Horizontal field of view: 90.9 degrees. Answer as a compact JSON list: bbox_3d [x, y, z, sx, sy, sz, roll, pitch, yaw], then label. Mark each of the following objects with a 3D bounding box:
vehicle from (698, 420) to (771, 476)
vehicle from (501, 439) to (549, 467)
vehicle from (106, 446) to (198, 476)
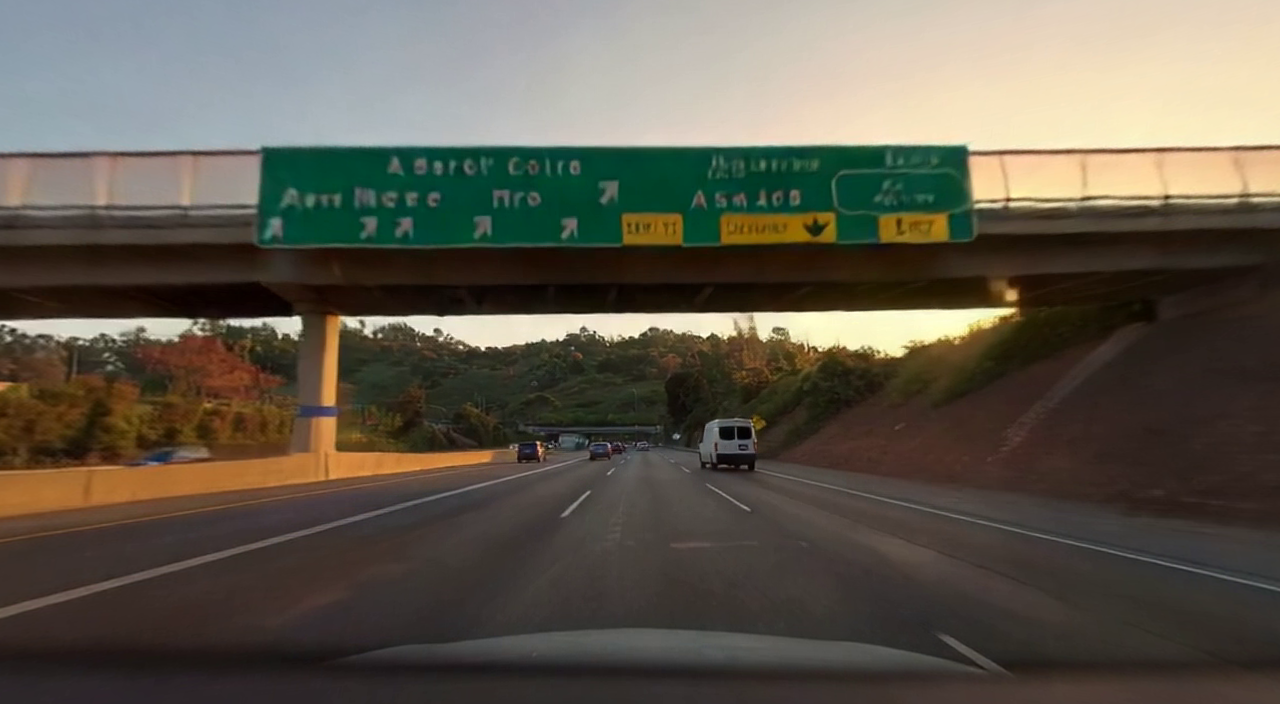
[{"bbox_3d":[4.092,4.313,28.392,2.347,2.234,5.352,0,-8,-1],"label":"vehicle"},{"bbox_3d":[-7.161,6.343,39.693,2.068,1.632,4.623,-1,-8,1],"label":"vehicle"},{"bbox_3d":[-29.970,6.683,38.975,1.940,1.692,4.682,0,-8,0],"label":"vehicle"}]
